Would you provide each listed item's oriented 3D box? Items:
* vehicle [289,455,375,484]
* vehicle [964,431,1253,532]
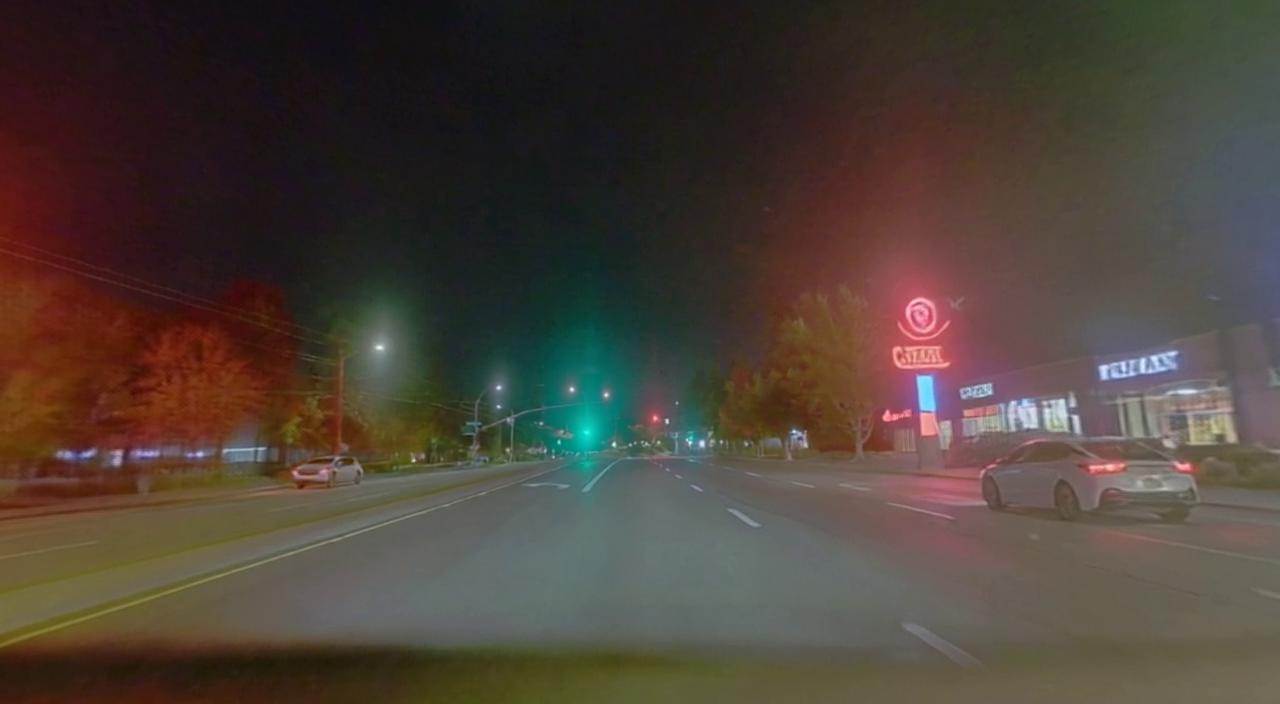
[{"bbox_3d":[-17.473,6.622,35.816,4.523,1.494,1.857,-4,-9,25],"label":"vehicle"},{"bbox_3d":[8.023,2.231,11.501,1.936,1.460,4.258,0,-8,-1],"label":"vehicle"}]
